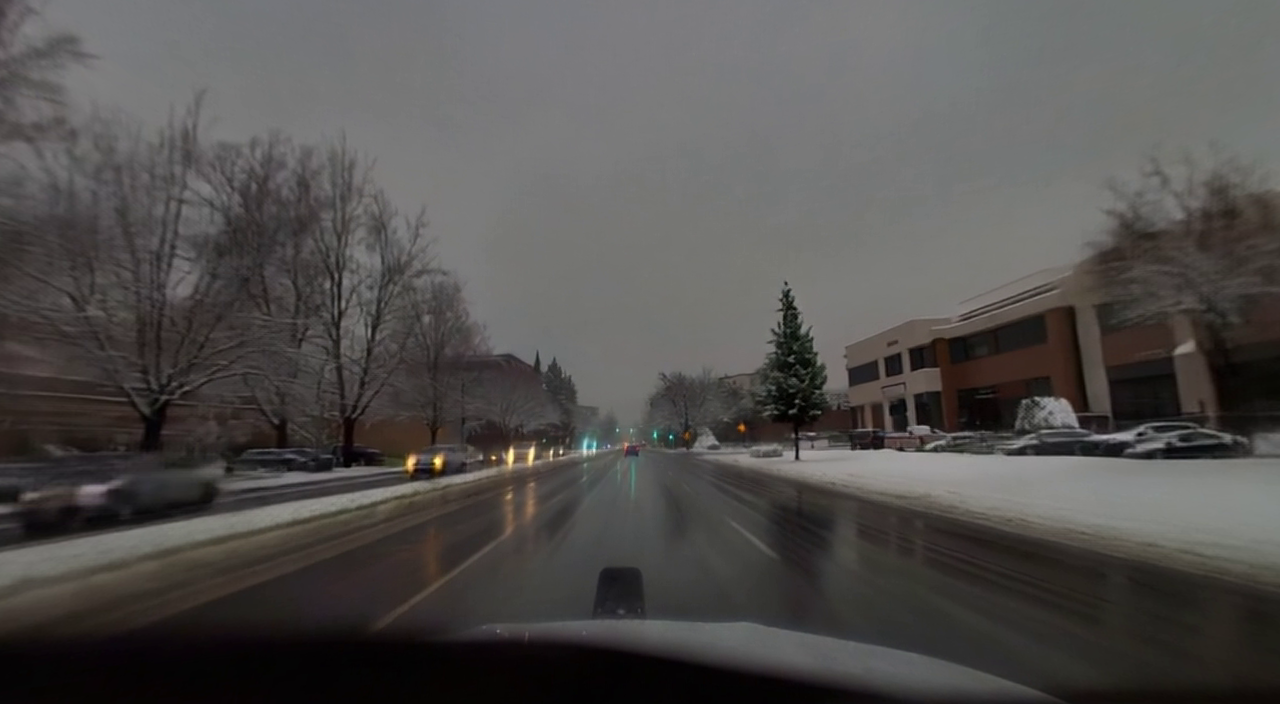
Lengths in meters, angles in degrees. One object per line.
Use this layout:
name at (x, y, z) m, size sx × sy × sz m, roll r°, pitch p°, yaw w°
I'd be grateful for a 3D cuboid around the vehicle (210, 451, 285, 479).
vehicle at (-27.093, 7.781, 43.764) m, size 1.849 × 1.724 × 4.516 m, roll -3°, pitch -9°, yaw 9°

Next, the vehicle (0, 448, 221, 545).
vehicle at (-10.816, 2.636, 12.317) m, size 2.020 × 1.490 × 4.657 m, roll 0°, pitch -8°, yaw 1°

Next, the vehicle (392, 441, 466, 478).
vehicle at (-10.425, 5.329, 31.628) m, size 2.025 × 1.704 × 4.523 m, roll 0°, pitch -9°, yaw 1°
